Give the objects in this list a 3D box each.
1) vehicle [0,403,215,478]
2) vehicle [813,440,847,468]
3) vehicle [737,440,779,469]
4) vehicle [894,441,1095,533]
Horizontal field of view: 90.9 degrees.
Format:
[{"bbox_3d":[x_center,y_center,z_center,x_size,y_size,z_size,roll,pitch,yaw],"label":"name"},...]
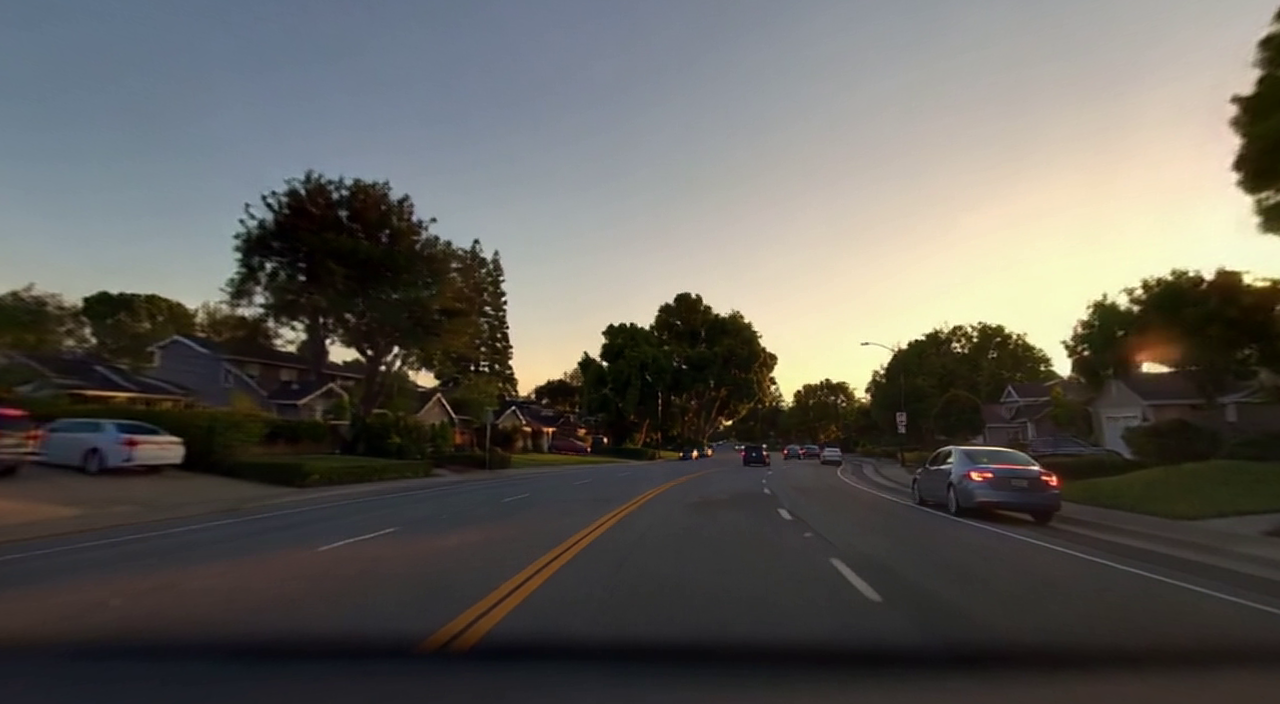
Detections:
[{"bbox_3d":[-16.363,2.689,19.295,4.984,1.812,2.354,3,-7,4],"label":"vehicle"},{"bbox_3d":[13.835,7.403,46.122,2.059,1.924,4.257,-2,-9,13],"label":"vehicle"},{"bbox_3d":[7.504,6.442,39.762,2.106,1.667,4.367,-3,-9,16],"label":"vehicle"},{"bbox_3d":[6.808,2.586,12.761,1.934,1.506,4.282,-1,-8,6],"label":"vehicle"}]
